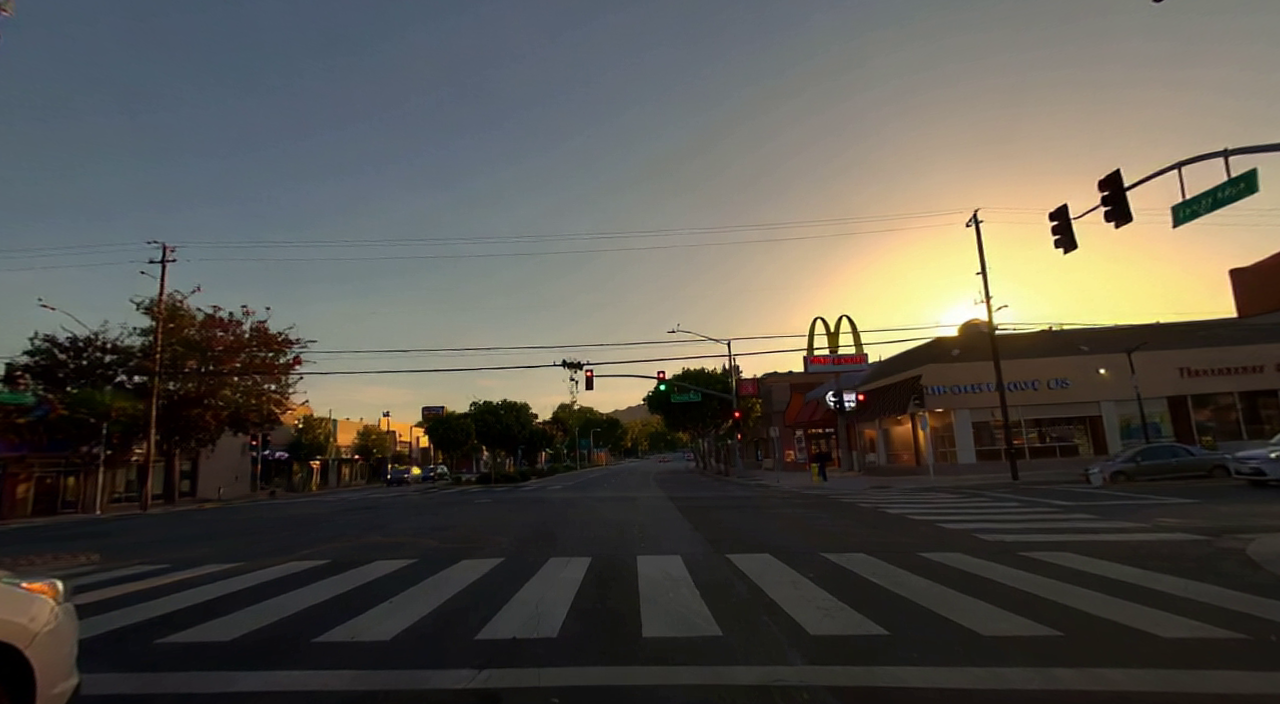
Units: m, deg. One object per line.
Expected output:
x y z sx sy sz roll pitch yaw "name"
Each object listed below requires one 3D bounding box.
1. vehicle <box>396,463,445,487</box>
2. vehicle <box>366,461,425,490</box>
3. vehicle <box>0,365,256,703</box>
-15.757 8.828 45.407 1.931 1.471 4.152 0 -9 1 "vehicle"
-19.217 9.717 49.823 2.227 2.033 5.614 0 -9 1 "vehicle"
-3.409 0.743 1.412 2.081 1.644 4.523 0 -9 2 "vehicle"
